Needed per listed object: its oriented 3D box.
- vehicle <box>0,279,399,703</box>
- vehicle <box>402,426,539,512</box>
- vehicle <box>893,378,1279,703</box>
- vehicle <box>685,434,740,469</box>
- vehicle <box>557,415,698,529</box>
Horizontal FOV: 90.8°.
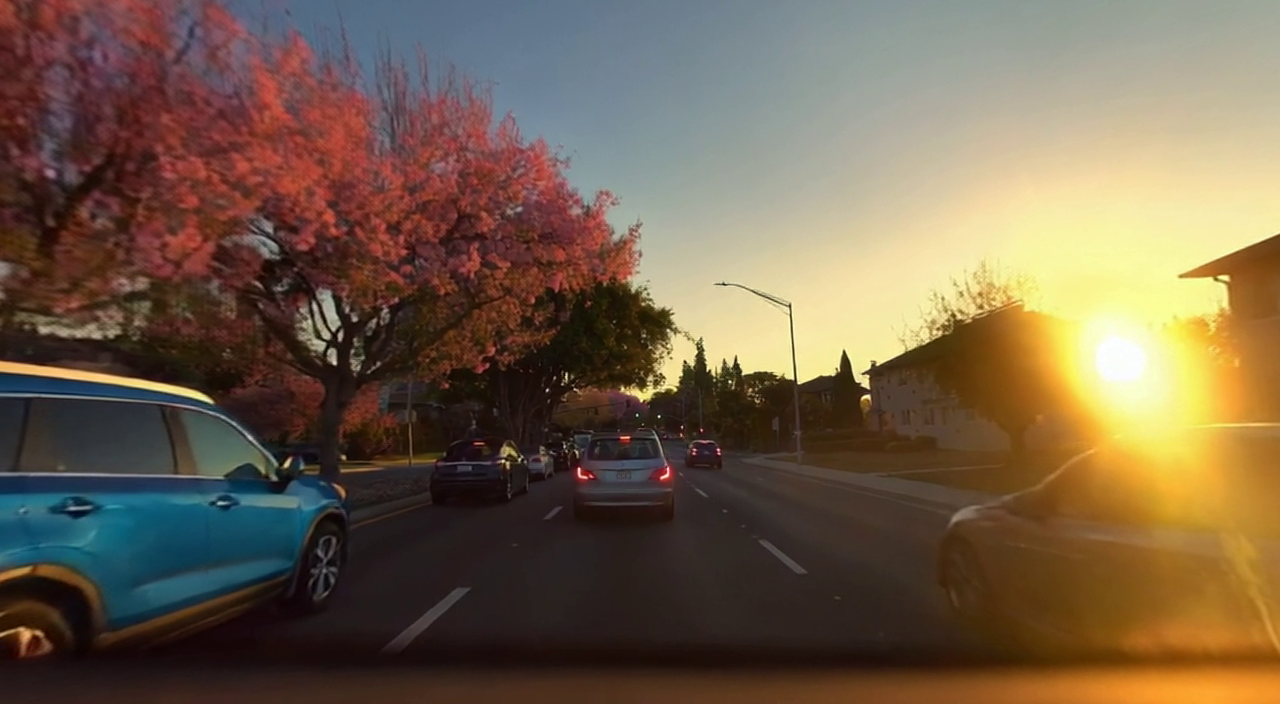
[{"bbox_3d":[-3.549,0.906,3.777,2.304,1.928,4.833,0,-8,0],"label":"vehicle"},{"bbox_3d":[-3.666,2.597,14.565,1.948,1.668,4.279,0,-8,0],"label":"vehicle"},{"bbox_3d":[3.124,0.964,2.774,2.056,1.536,4.678,0,-8,0],"label":"vehicle"},{"bbox_3d":[3.653,5.133,32.712,2.188,1.685,4.604,0,-8,-2],"label":"vehicle"},{"bbox_3d":[-0.204,2.093,11.583,2.112,1.693,4.058,0,-8,-1],"label":"vehicle"}]
